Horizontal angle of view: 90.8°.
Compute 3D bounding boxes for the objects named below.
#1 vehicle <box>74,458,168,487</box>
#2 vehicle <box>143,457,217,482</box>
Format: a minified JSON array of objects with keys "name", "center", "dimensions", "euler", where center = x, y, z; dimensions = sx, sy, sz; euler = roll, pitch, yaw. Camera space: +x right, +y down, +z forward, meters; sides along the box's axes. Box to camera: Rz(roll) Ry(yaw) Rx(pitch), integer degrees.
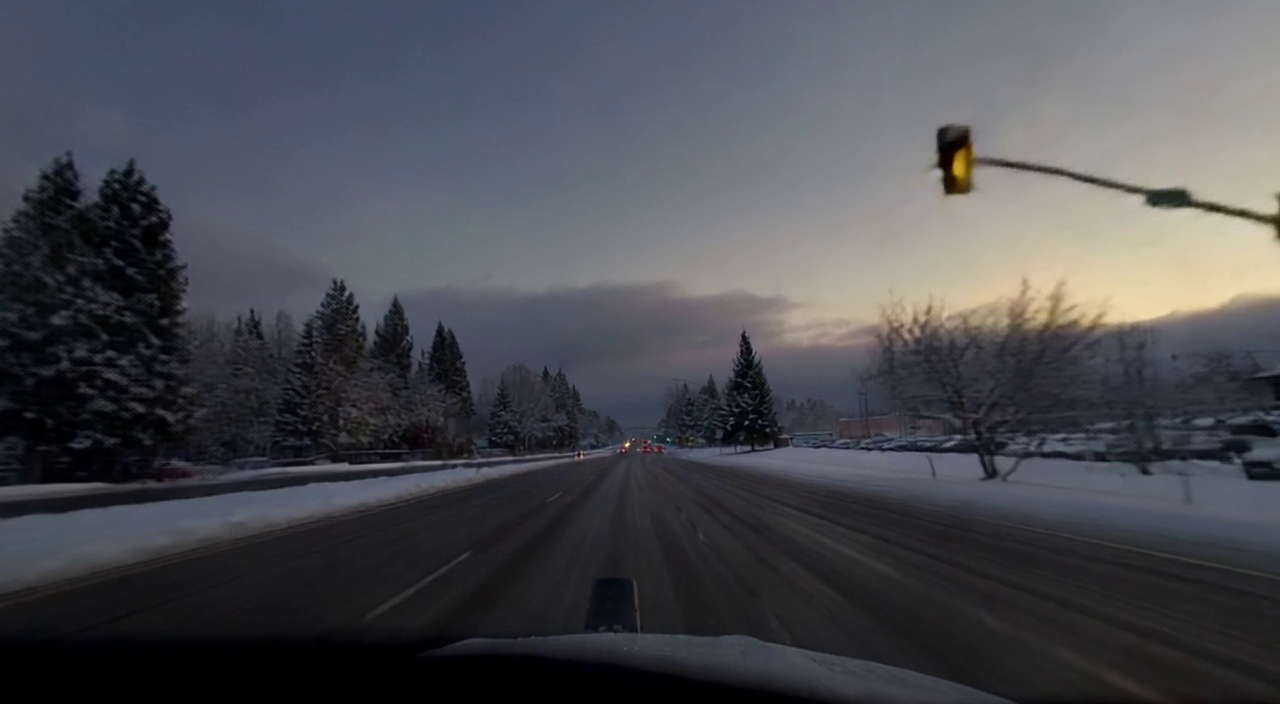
[{"name":"vehicle","center":[-33.036,7.664,40.404],"dimensions":[1.998,1.538,4.666],"euler":[-2,-9,1]},{"name":"vehicle","center":[-32.912,8.397,45.355],"dimensions":[1.994,1.599,4.308],"euler":[-2,-9,0]}]
